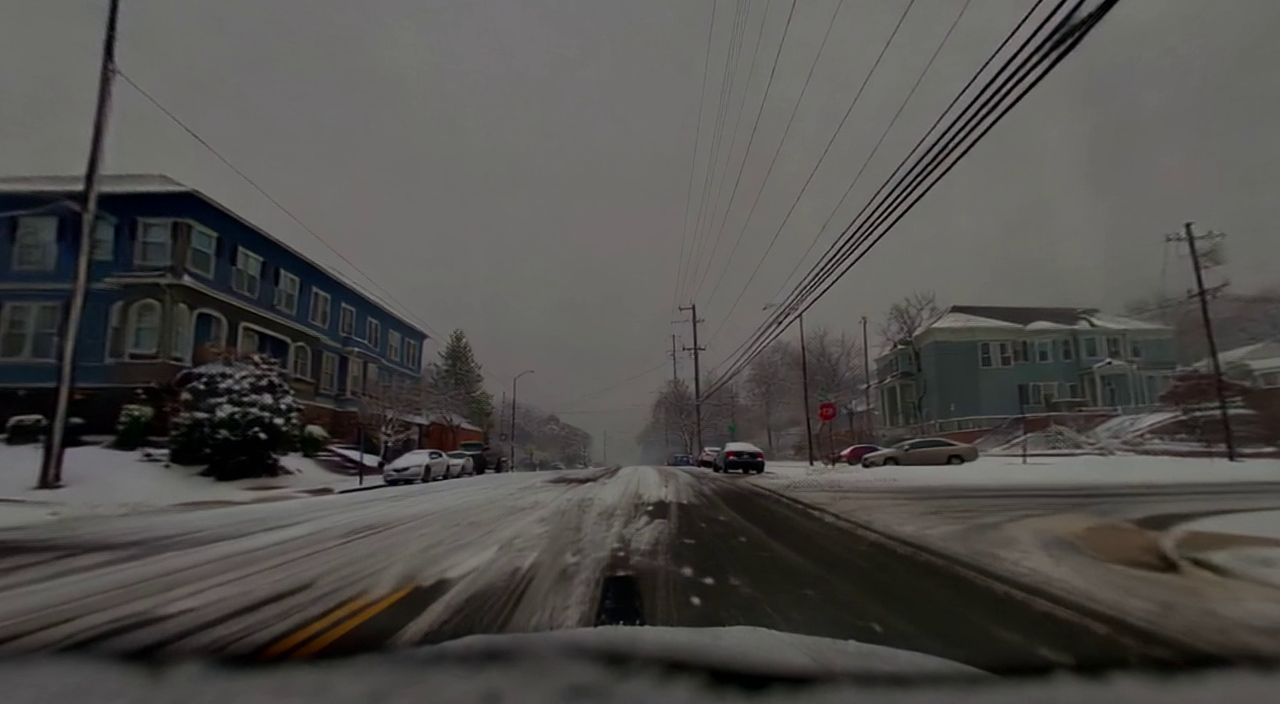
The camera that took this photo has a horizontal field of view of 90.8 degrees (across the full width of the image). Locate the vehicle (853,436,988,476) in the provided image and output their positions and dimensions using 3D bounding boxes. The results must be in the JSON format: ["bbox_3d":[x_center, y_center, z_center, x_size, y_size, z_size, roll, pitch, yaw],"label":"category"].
[{"bbox_3d":[10.800,4.004,24.477,4.336,1.424,1.954,2,-9,-10],"label":"vehicle"}]

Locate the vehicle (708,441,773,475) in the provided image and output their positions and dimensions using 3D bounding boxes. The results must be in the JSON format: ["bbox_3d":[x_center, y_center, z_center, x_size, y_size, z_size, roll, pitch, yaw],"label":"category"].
[{"bbox_3d":[4.842,5.199,31.229,2.059,1.502,4.824,1,-8,-4],"label":"vehicle"}]

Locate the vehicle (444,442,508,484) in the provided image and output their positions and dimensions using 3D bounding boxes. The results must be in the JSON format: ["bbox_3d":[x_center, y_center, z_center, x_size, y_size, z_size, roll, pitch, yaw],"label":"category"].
[{"bbox_3d":[-10.526,7.140,41.039,2.687,2.491,5.936,0,-8,-2],"label":"vehicle"}]

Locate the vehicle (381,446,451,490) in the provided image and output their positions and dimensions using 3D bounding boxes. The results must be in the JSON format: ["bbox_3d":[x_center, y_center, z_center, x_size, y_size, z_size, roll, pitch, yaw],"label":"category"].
[{"bbox_3d":[-10.201,5.319,29.100,1.900,1.683,4.486,-5,-10,-5],"label":"vehicle"}]
